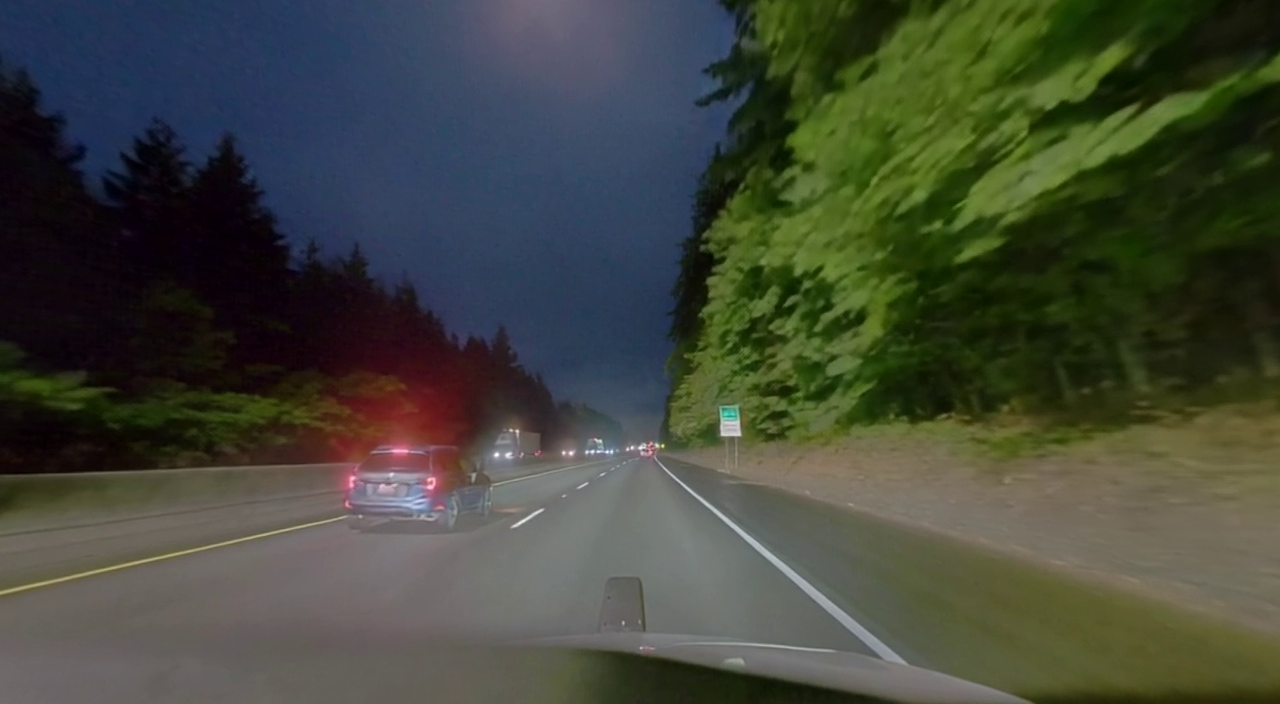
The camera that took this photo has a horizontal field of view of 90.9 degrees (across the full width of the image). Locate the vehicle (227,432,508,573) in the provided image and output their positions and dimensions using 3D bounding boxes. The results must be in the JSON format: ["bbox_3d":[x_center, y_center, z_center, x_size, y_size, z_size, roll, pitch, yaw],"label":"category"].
[{"bbox_3d":[-3.446,2.001,9.198,1.969,1.505,4.636,0,-9,1],"label":"vehicle"}]
